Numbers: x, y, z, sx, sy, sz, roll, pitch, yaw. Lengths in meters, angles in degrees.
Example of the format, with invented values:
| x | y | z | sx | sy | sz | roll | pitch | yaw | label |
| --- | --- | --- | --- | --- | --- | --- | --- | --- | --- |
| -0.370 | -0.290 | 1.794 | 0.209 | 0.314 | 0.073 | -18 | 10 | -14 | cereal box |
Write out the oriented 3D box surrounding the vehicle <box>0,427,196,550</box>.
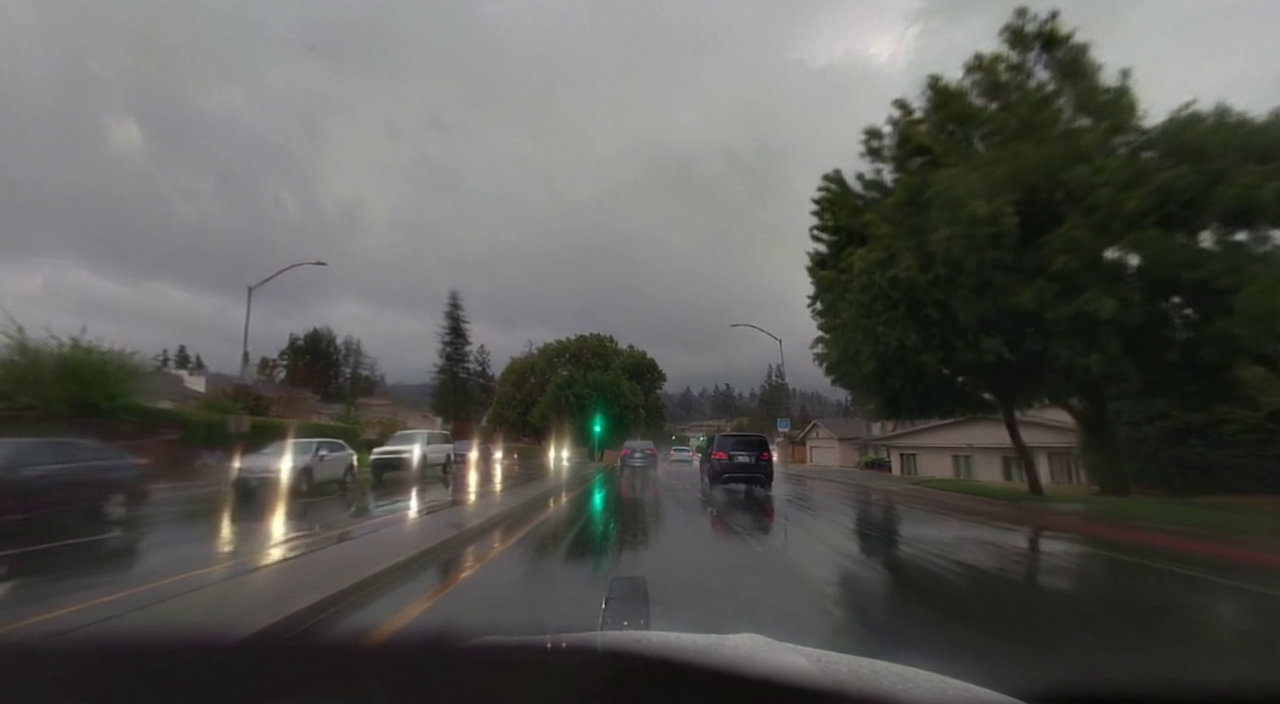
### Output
| x | y | z | sx | sy | sz | roll | pitch | yaw | label |
| --- | --- | --- | --- | --- | --- | --- | --- | --- | --- |
| -9.022 | 1.828 | 8.688 | 2.140 | 1.510 | 5.005 | 0 | -8 | 0 | vehicle |

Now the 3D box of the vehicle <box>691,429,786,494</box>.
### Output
| x | y | z | sx | sy | sz | roll | pitch | yaw | label |
| --- | --- | --- | --- | --- | --- | --- | --- | --- | --- |
| 2.934 | 3.379 | 19.792 | 2.166 | 1.799 | 4.372 | 0 | -8 | -1 | vehicle |

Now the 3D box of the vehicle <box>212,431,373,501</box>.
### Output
| x | y | z | sx | sy | sz | roll | pitch | yaw | label |
| --- | --- | --- | --- | --- | --- | --- | --- | --- | --- |
| -9.288 | 3.054 | 17.359 | 1.988 | 1.663 | 4.316 | 0 | -8 | -1 | vehicle |

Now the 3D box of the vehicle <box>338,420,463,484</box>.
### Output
| x | y | z | sx | sy | sz | roll | pitch | yaw | label |
| --- | --- | --- | --- | --- | --- | --- | --- | --- | --- |
| -9.055 | 3.883 | 24.784 | 2.037 | 2.113 | 7.185 | 0 | -8 | 1 | vehicle |

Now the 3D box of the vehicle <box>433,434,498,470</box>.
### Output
| x | y | z | sx | sy | sz | roll | pitch | yaw | label |
| --- | --- | --- | --- | --- | --- | --- | --- | --- | --- |
| -9.091 | 5.270 | 33.353 | 1.893 | 1.735 | 5.318 | 0 | -8 | 0 | vehicle |

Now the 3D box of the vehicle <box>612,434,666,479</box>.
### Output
| x | y | z | sx | sy | sz | roll | pitch | yaw | label |
| --- | --- | --- | --- | --- | --- | --- | --- | --- | --- |
| -0.069 | 4.606 | 28.001 | 2.185 | 1.822 | 4.391 | 0 | -8 | -1 | vehicle |
